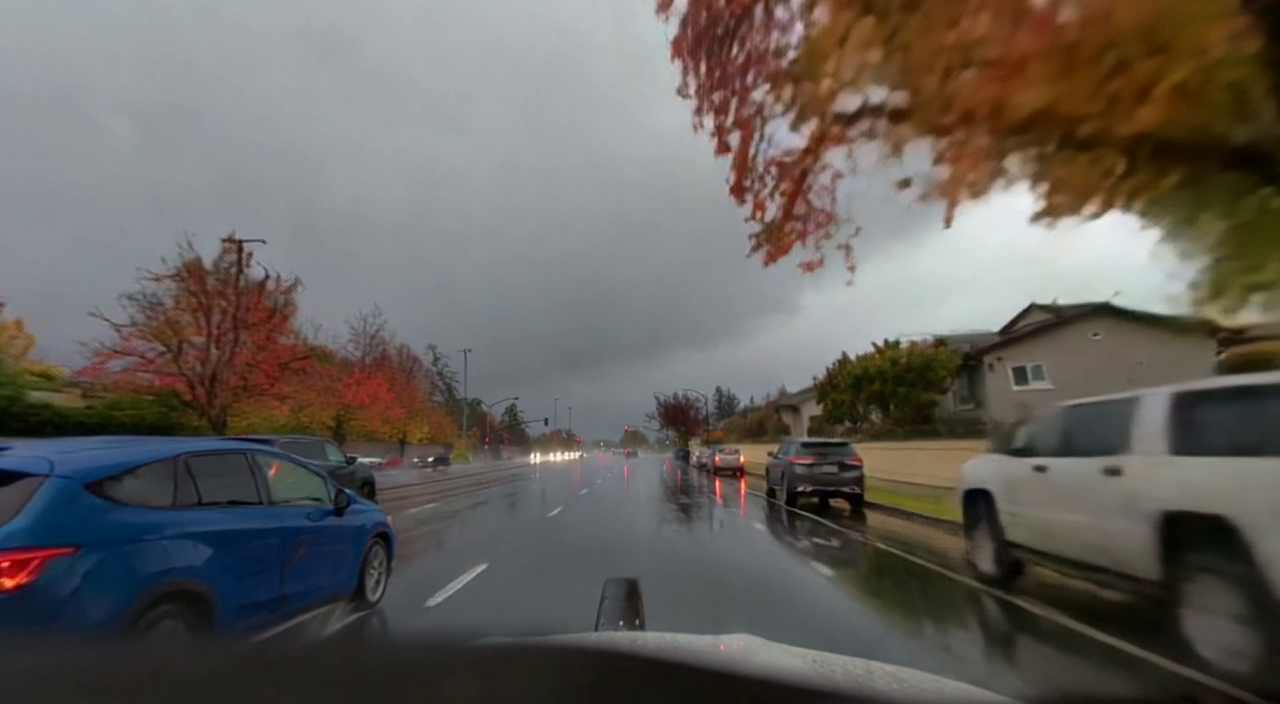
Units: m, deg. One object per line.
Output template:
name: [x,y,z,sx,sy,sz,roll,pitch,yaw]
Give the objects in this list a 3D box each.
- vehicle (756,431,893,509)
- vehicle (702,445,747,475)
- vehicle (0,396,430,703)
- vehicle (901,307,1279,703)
vehicle: [4.820,3.216,17.552,2.164,1.793,5.671,0,-9,1]
vehicle: [4.937,6.383,37.341,2.014,1.700,4.369,0,-9,-1]
vehicle: [-3.204,1.217,4.177,1.982,1.478,4.465,0,-9,1]
vehicle: [4.572,1.084,4.875,2.374,2.104,6.508,0,-9,1]
